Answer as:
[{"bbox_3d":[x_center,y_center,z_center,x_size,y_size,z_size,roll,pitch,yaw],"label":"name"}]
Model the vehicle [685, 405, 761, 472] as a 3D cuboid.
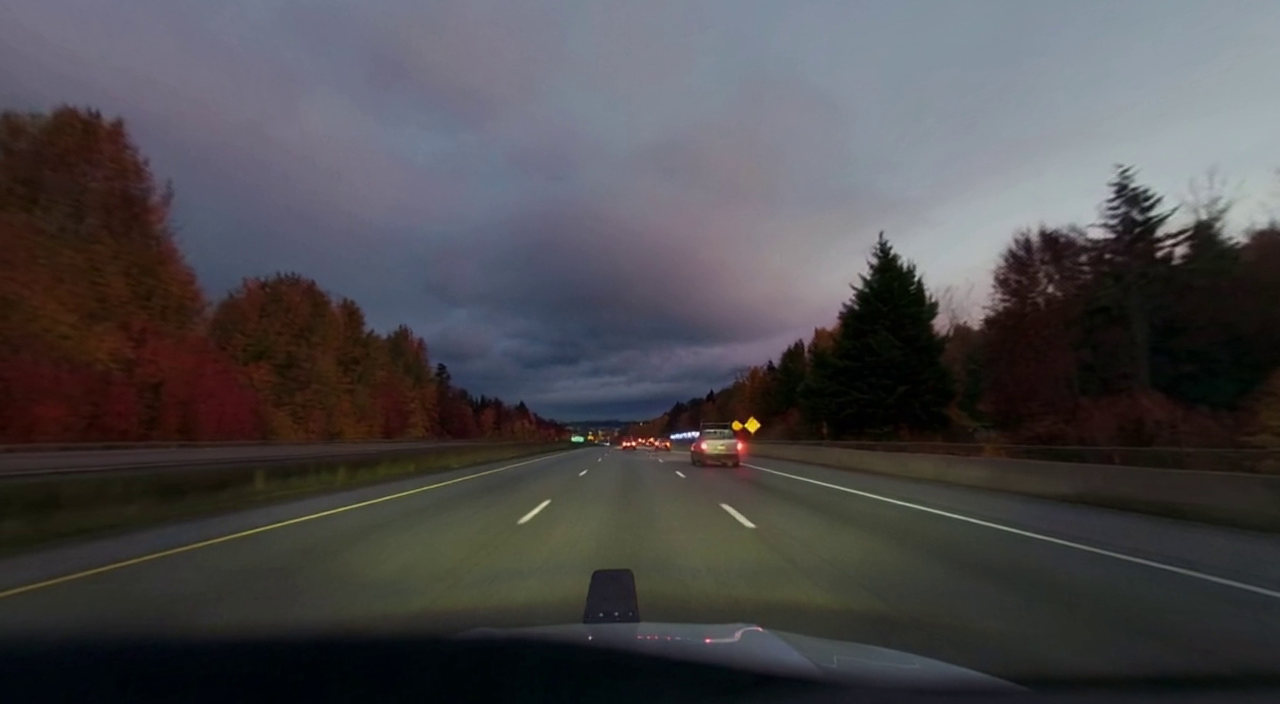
[{"bbox_3d":[3.473,3.811,27.690,2.411,2.614,5.781,0,-8,-1],"label":"vehicle"}]
